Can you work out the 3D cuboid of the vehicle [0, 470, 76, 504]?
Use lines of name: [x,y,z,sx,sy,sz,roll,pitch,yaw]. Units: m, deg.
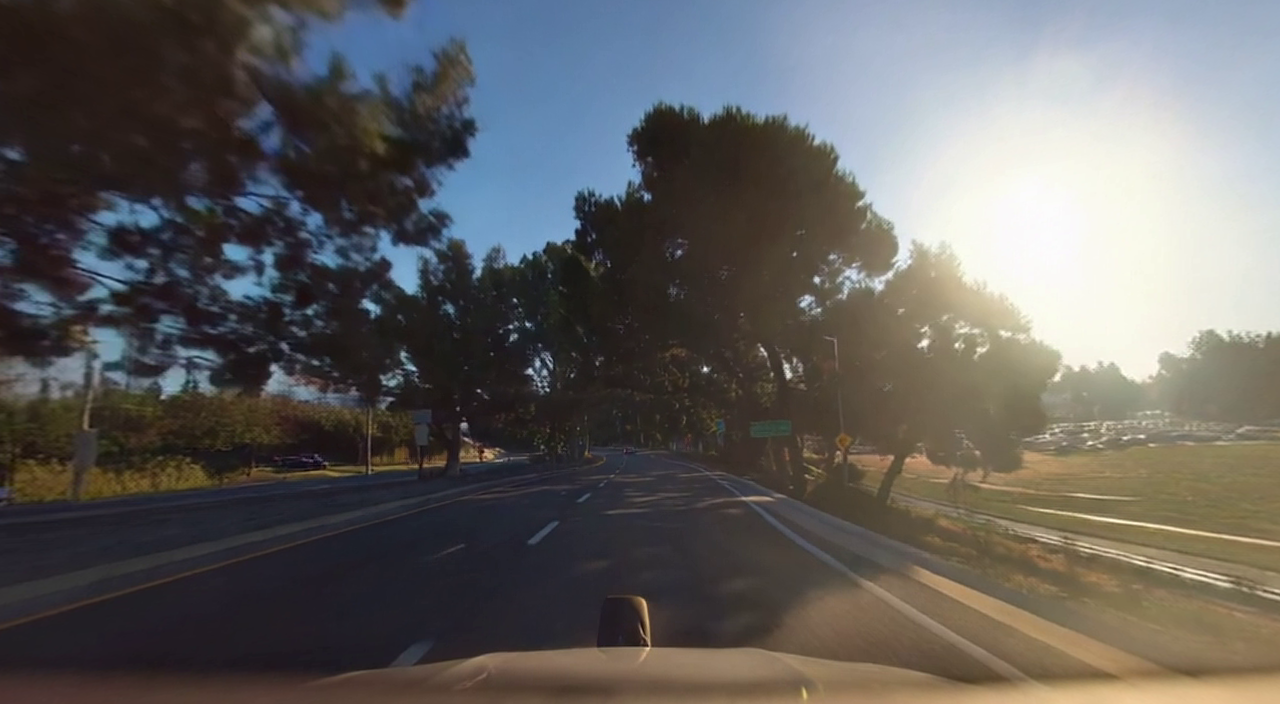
vehicle: [-41.015,8.869,41.662,5.552,2.047,2.384,-1,-8,6]
